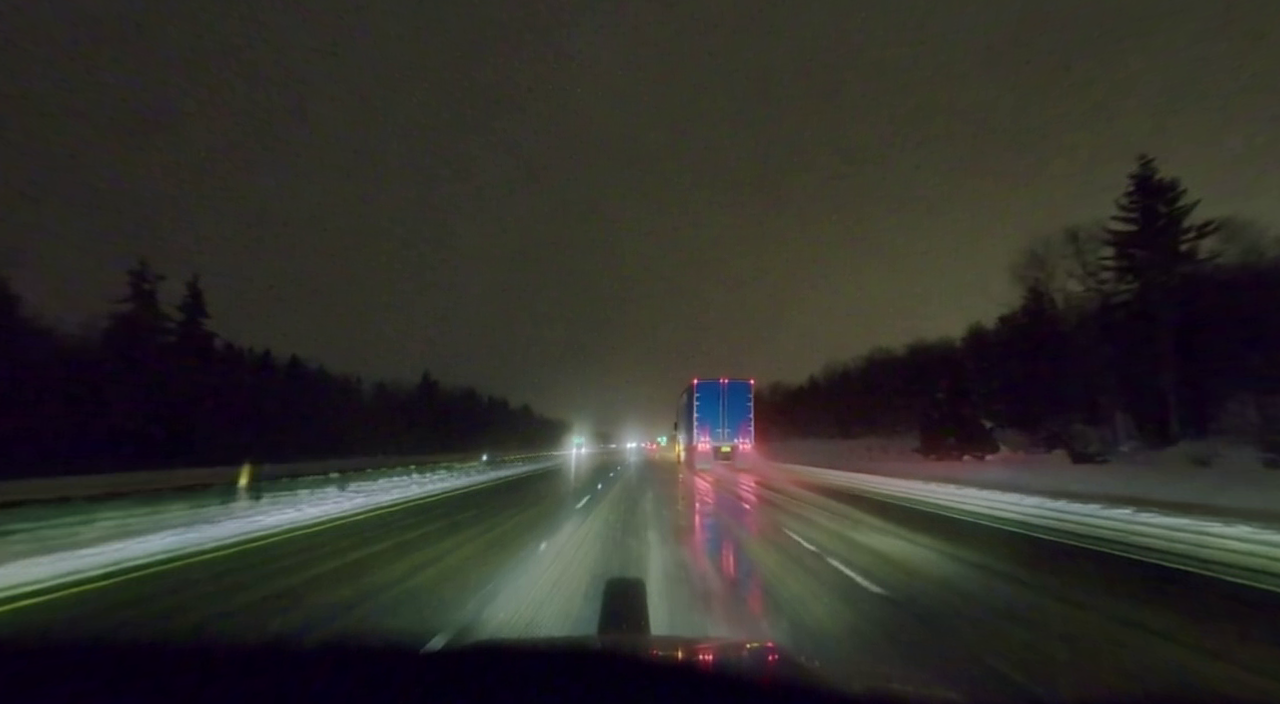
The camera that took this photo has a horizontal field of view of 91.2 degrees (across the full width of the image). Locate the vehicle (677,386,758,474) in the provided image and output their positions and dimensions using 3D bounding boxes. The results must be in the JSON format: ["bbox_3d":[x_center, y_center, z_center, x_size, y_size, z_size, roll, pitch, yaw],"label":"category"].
[{"bbox_3d":[4.063,4.733,36.783,2.933,4.100,14.317,0,-9,0],"label":"vehicle"}]
